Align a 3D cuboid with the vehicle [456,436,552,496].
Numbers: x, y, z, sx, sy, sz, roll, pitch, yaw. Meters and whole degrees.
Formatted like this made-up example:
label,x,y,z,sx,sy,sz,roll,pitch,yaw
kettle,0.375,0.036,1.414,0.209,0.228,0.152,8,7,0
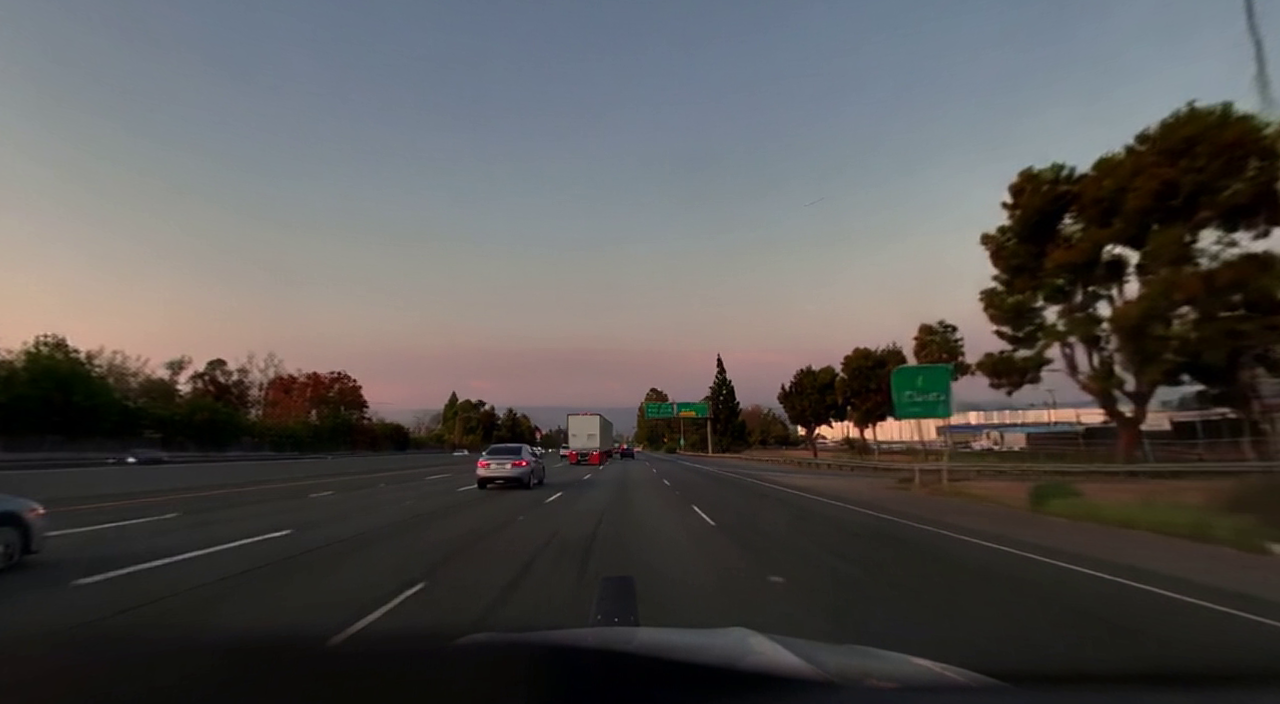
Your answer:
label,x,y,z,sx,sy,sz,roll,pitch,yaw
vehicle,-4.095,3.504,19.768,2.033,1.669,4.112,0,-9,0
